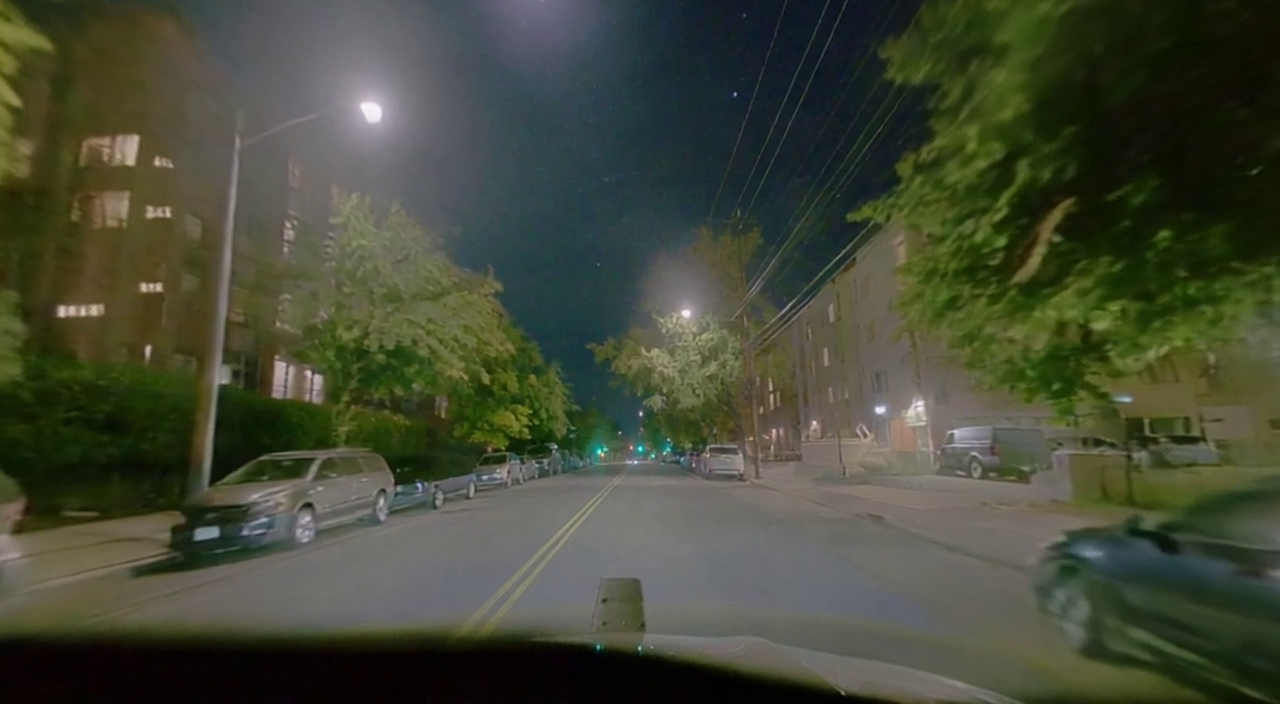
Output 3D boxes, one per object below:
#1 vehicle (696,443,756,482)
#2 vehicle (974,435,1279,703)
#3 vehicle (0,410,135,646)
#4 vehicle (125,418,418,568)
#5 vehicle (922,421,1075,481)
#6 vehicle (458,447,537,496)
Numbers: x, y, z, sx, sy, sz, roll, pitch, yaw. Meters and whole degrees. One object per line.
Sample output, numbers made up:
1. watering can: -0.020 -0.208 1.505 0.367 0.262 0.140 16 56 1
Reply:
1. vehicle: 4.074 5.311 30.541 2.328 1.730 4.225 0 -9 0
2. vehicle: 3.800 1.135 3.059 1.901 1.439 4.131 0 -9 -3
3. vehicle: -6.190 1.303 3.935 2.056 1.876 4.824 -2 -8 0
4. vehicle: -6.219 2.498 11.758 2.120 1.989 5.616 -3 -10 0
5. vehicle: 14.028 3.964 25.313 2.229 2.040 6.832 0 -9 1
6. vehicle: -6.003 5.053 27.069 2.247 1.698 4.944 -4 -8 -1
